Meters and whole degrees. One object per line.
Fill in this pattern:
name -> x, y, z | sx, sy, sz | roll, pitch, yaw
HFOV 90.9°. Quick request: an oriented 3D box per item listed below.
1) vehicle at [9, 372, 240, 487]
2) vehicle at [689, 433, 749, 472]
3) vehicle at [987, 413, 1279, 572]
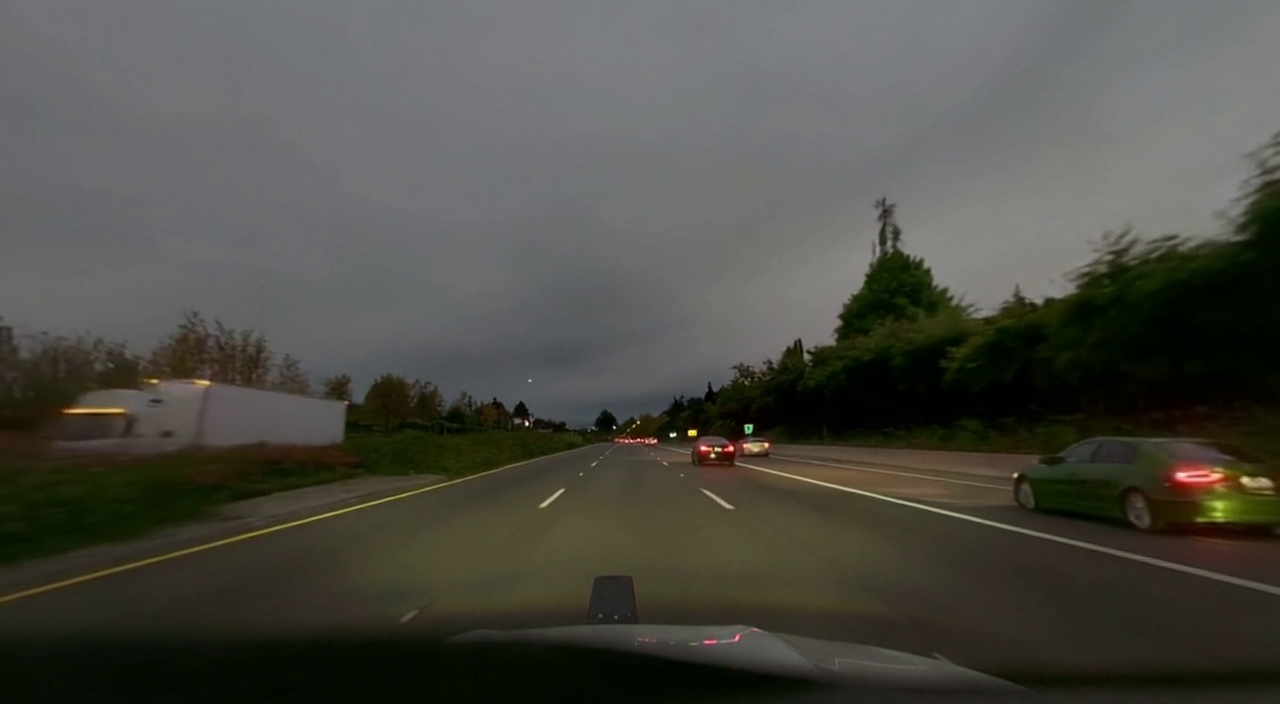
vehicle -> -19.636, 3.062, 24.881 | 2.810, 3.830, 7.462 | 0, -8, -2
vehicle -> 3.162, 4.099, 25.955 | 1.819, 1.468, 3.770 | 0, -8, -2
vehicle -> 7.113, 1.667, 8.449 | 2.003, 1.522, 4.940 | 0, -8, -2
